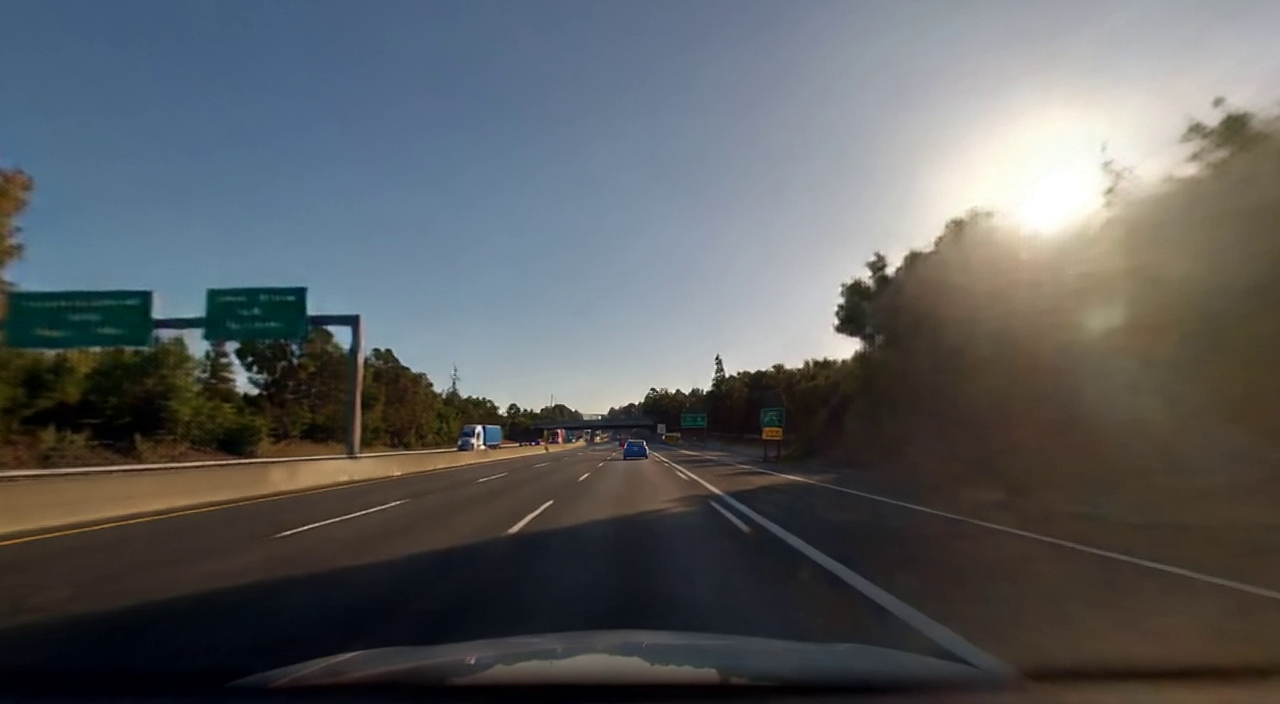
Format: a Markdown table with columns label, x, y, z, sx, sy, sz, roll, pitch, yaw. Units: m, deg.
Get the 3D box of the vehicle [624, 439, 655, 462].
| label | x | y | z | sx | sy | sz | roll | pitch | yaw |
| --- | --- | --- | --- | --- | --- | --- | --- | --- | --- |
| vehicle | -0.057 | 6.717 | 43.029 | 2.028 | 1.440 | 3.690 | 0 | -8 | -1 |
